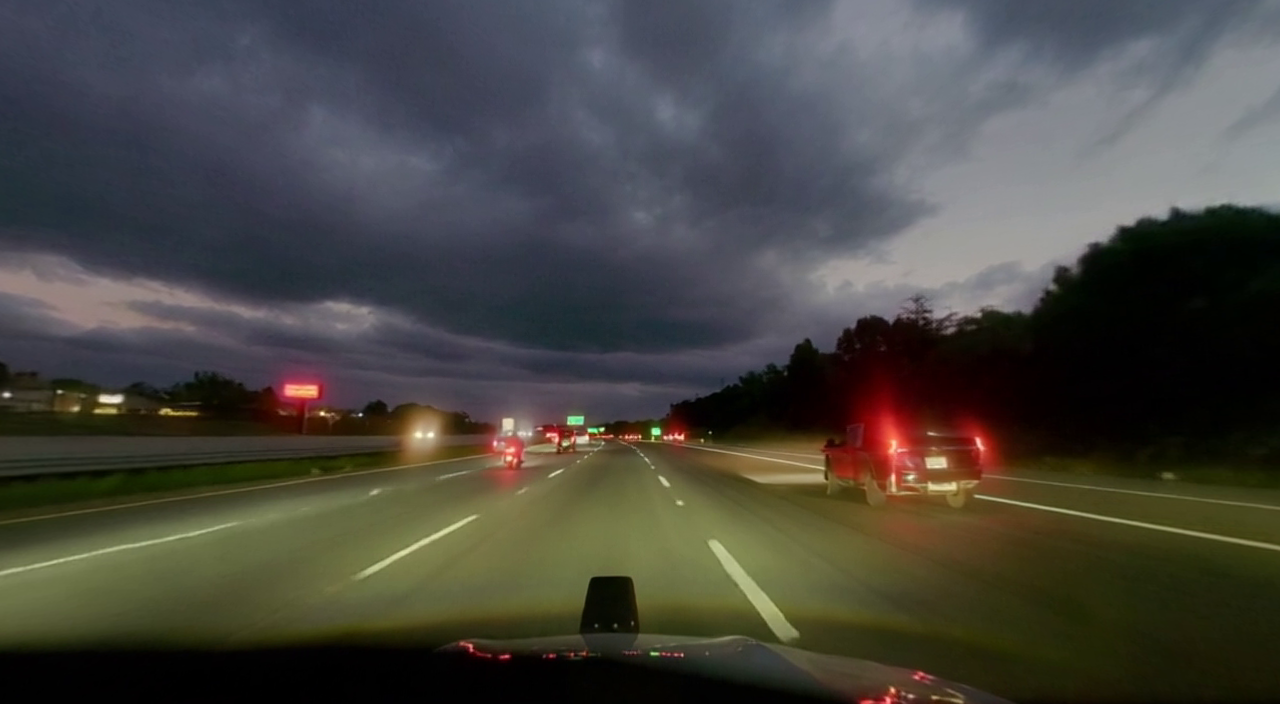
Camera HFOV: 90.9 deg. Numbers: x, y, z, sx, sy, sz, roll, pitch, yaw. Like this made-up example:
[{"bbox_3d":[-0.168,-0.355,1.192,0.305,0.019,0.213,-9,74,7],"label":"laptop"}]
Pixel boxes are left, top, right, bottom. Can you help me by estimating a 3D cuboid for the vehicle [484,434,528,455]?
[{"bbox_3d":[-9.291,6.441,43.999,2.053,1.409,4.704,0,-8,0],"label":"vehicle"}]
